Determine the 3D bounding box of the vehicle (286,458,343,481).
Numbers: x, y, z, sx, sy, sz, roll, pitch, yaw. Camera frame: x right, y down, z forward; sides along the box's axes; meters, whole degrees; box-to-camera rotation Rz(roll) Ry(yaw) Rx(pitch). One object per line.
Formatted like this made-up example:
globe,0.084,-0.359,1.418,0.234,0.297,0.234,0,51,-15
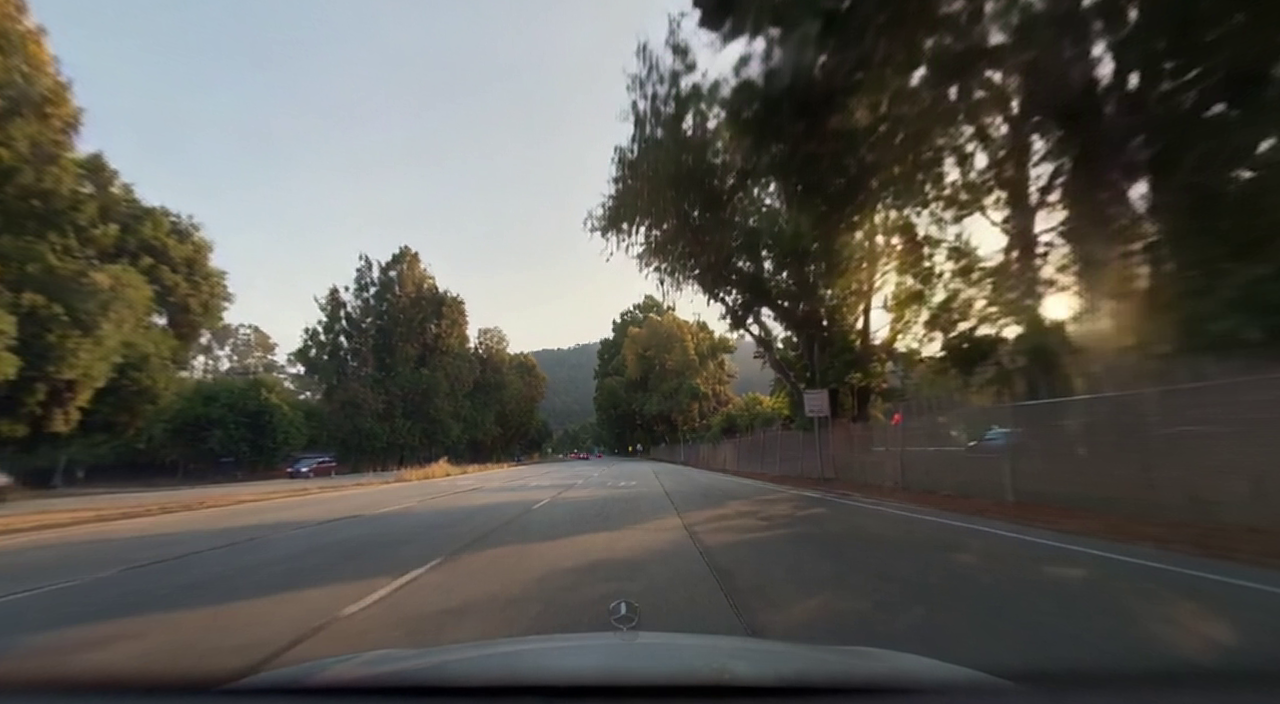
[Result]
vehicle,-24.384,8.798,47.340,1.914,1.500,4.462,-1,-9,0

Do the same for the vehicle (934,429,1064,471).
vehicle,16.439,4.505,29.002,4.740,1.831,2.002,0,-9,0

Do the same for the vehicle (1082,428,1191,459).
vehicle,28.735,5.344,36.638,4.617,1.682,1.830,-5,-10,29
